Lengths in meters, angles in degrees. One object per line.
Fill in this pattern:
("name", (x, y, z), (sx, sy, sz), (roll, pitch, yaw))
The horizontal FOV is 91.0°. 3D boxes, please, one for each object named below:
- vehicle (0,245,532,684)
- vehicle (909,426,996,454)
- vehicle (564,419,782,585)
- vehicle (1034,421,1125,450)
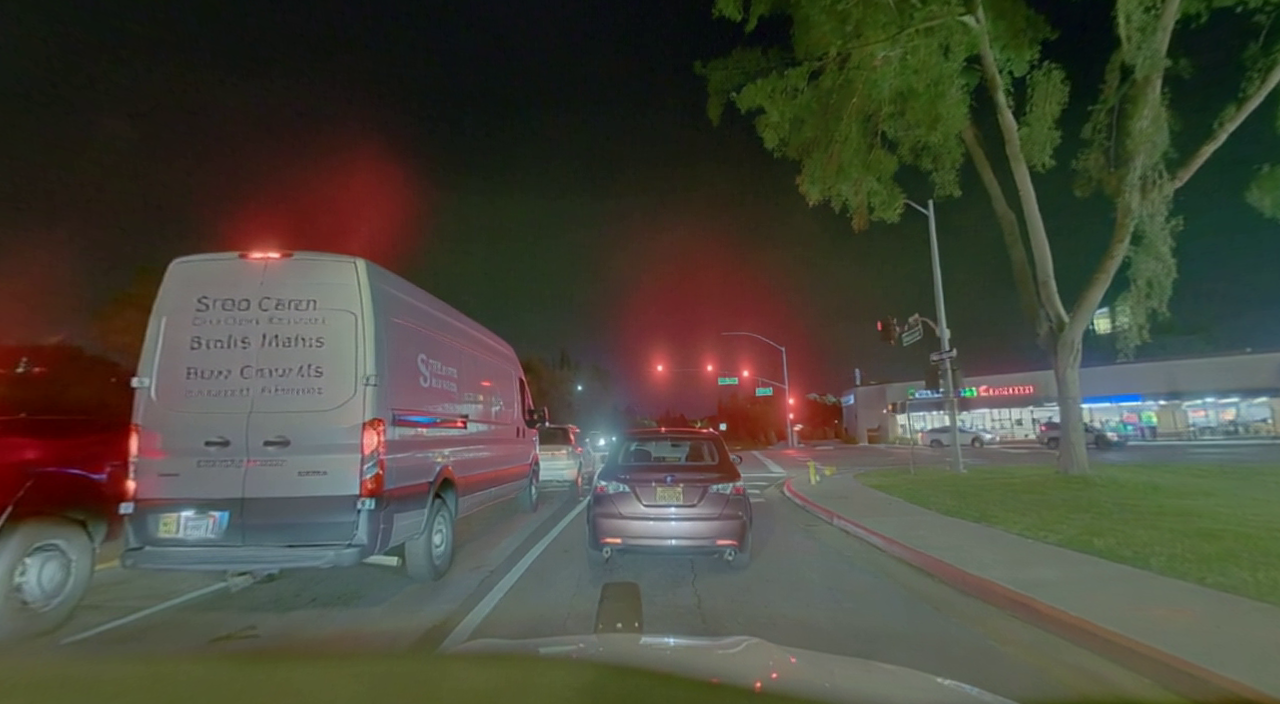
("vehicle", (-3.070, 1.125, 7.243), (2.555, 3.035, 5.702), (0, -8, 1))
("vehicle", (21.981, 6.200, 44.293), (5.021, 1.848, 2.210), (1, -8, -9))
("vehicle", (0.572, 1.955, 9.123), (2.398, 1.773, 4.254), (-1, -8, 6))
("vehicle", (32.037, 6.093, 45.950), (5.084, 2.041, 2.360), (1, -8, -9))
